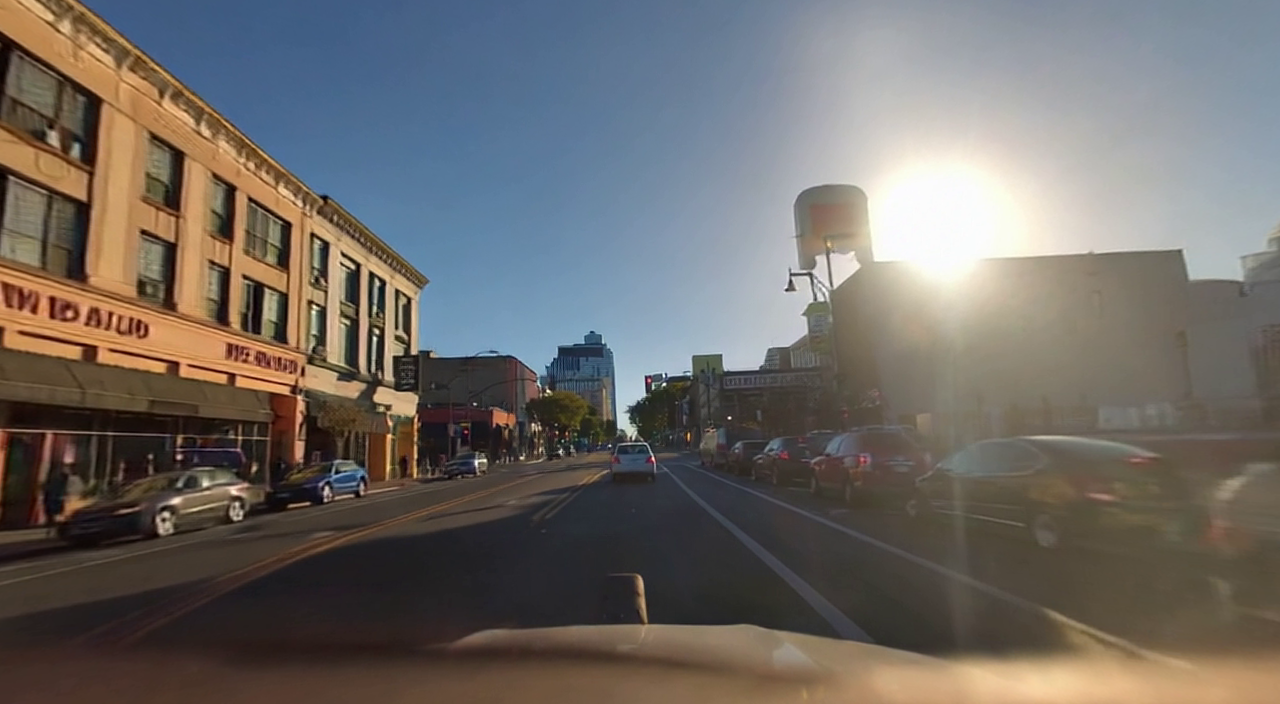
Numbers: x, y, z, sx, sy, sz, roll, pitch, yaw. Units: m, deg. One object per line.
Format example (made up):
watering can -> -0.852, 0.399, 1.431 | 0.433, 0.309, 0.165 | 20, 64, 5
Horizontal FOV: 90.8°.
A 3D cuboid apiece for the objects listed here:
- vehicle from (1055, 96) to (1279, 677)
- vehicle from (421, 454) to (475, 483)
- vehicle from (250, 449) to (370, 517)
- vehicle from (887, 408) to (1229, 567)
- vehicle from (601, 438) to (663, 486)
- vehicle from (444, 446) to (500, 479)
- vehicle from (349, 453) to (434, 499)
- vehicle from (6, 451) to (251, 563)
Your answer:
vehicle -> 5.422, -0.050, 2.142 | 2.893, 3.553, 7.295 | 0, -8, 0
vehicle -> -11.224, 6.813, 37.254 | 1.868, 1.502, 4.626 | 0, -8, -2
vehicle -> -11.450, 4.499, 22.333 | 1.872, 1.731, 4.656 | -4, -6, -2
vehicle -> 5.678, 1.883, 9.579 | 1.950, 1.788, 4.658 | 0, -8, 0
vehicle -> -0.305, 4.030, 23.539 | 2.086, 1.575, 4.205 | 0, -8, -1
vehicle -> -11.420, 7.503, 43.475 | 2.240, 2.052, 5.872 | 0, -8, 0
vehicle -> -11.232, 5.594, 28.929 | 1.920, 1.498, 4.591 | -5, -6, 1
vehicle -> -11.259, 3.339, 14.404 | 2.055, 1.685, 4.370 | -5, -5, -1
